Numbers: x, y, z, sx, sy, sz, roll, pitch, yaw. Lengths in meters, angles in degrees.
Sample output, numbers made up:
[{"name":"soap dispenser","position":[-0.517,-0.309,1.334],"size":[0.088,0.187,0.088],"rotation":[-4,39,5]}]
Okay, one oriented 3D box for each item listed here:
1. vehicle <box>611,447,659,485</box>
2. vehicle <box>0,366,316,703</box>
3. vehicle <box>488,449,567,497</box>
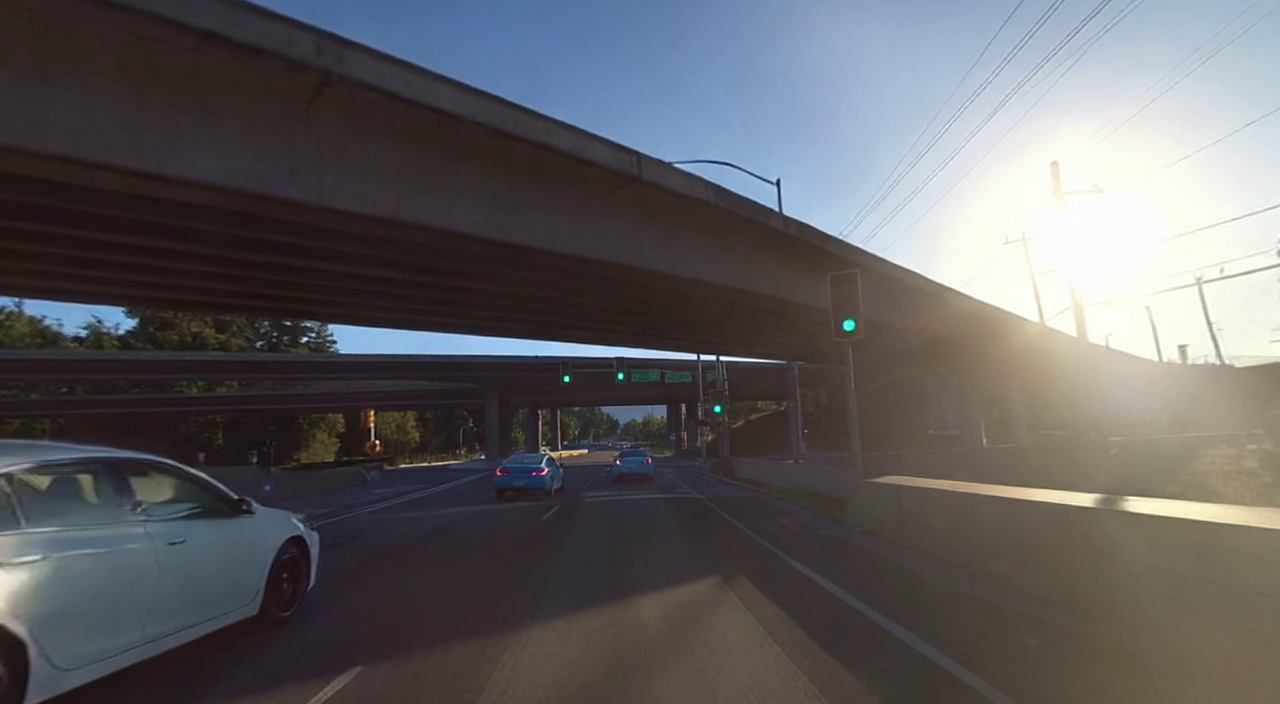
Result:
[{"name":"vehicle","position":[-0.247,5.106,28.588],"size":[1.985,1.565,3.968],"rotation":[0,-8,-1]},{"name":"vehicle","position":[-3.498,0.928,2.694],"size":[1.925,1.666,4.271],"rotation":[0,-8,0]},{"name":"vehicle","position":[-3.758,4.101,21.770],"size":[1.946,1.437,4.154],"rotation":[0,-8,0]}]
